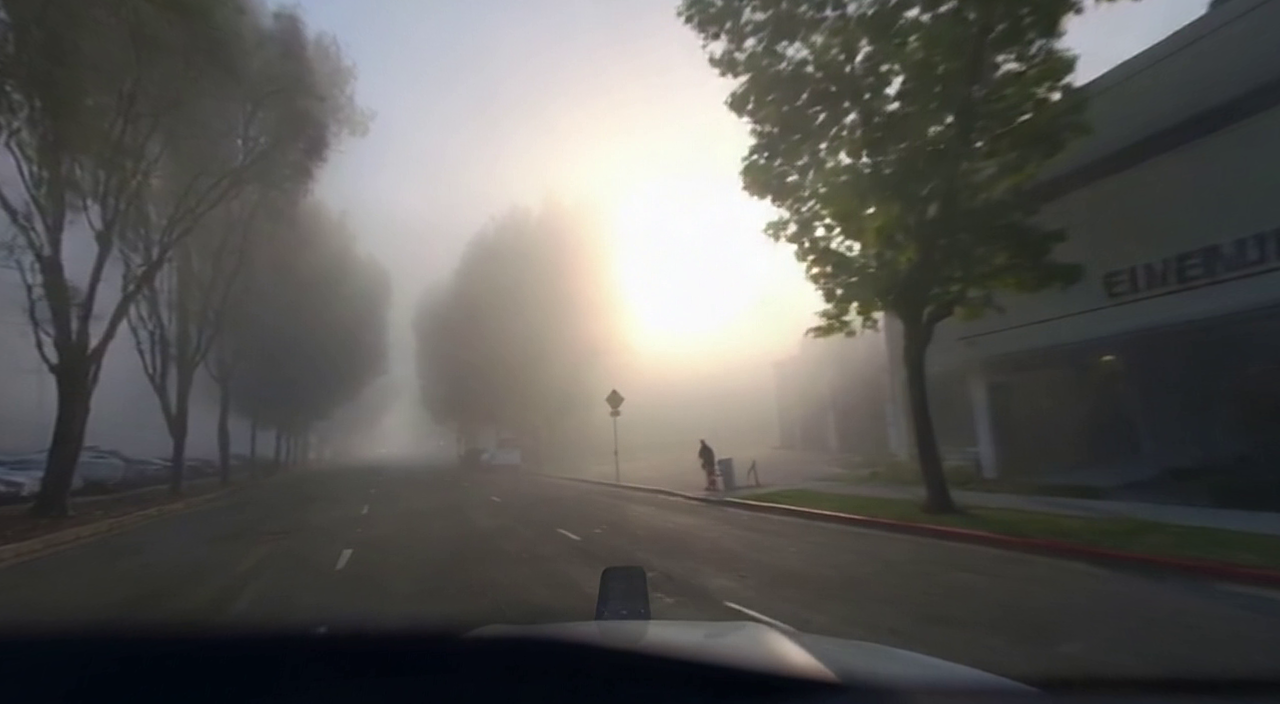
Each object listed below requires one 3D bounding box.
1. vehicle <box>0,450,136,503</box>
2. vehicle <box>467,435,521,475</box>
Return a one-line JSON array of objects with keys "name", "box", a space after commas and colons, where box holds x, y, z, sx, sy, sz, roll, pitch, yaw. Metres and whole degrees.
[{"name": "vehicle", "box": [-22.641, 4.734, 24.087, 4.769, 1.740, 2.251, 1, -9, -23]}, {"name": "vehicle", "box": [-10.115, 7.036, 43.291, 2.596, 2.509, 6.178, 3, -9, -22]}]
